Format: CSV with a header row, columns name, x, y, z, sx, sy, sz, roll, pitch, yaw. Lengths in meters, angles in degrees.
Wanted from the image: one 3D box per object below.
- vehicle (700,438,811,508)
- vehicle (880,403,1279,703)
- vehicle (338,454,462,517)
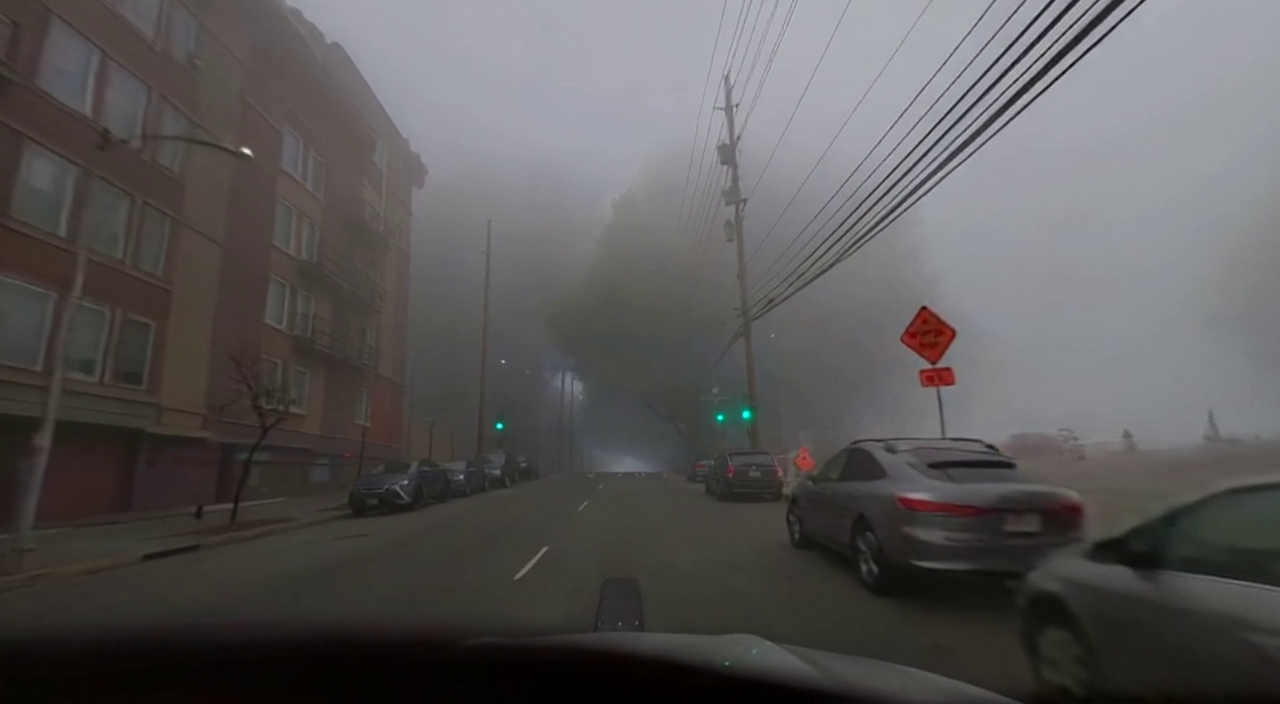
name,x,y,z,sx,sy,sz,roll,pitch,yaw
vehicle,3.168,3.440,18.505,2.141,1.737,5.009,0,-9,-2
vehicle,2.911,0.989,2.460,2.010,1.499,4.754,0,-8,-1
vehicle,-6.542,3.650,17.811,1.968,1.450,4.271,0,-8,-2
